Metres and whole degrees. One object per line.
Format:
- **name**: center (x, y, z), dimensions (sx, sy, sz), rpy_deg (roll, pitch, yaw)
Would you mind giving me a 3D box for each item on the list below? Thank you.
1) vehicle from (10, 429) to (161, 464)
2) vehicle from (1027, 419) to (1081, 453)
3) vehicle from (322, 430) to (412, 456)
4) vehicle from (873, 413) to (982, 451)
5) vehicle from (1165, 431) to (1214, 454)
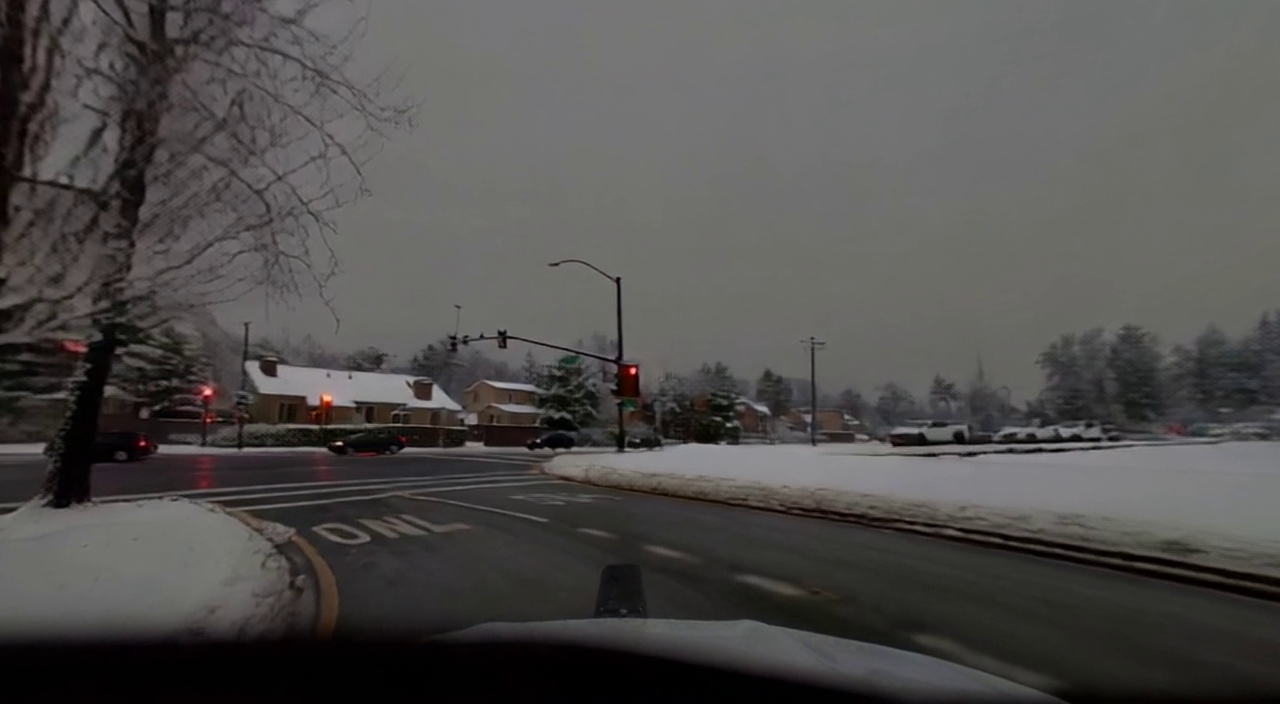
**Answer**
- **vehicle**: center (-25.461, 4.365, 29.007), dimensions (1.847, 1.461, 4.853), rpy_deg (-7, -11, 38)
- **vehicle**: center (25.323, 5.185, 38.587), dimensions (2.402, 1.920, 5.467), rpy_deg (-5, -10, 30)
- **vehicle**: center (-16.916, 5.668, 39.115), dimensions (1.828, 1.462, 4.740), rpy_deg (-7, -11, 39)
- **vehicle**: center (18.376, 5.172, 40.286), dimensions (5.939, 2.249, 2.437), rpy_deg (-6, -10, 33)
- **vehicle**: center (34.663, 5.731, 39.716), dimensions (1.844, 1.408, 4.212), rpy_deg (-6, -10, 35)
